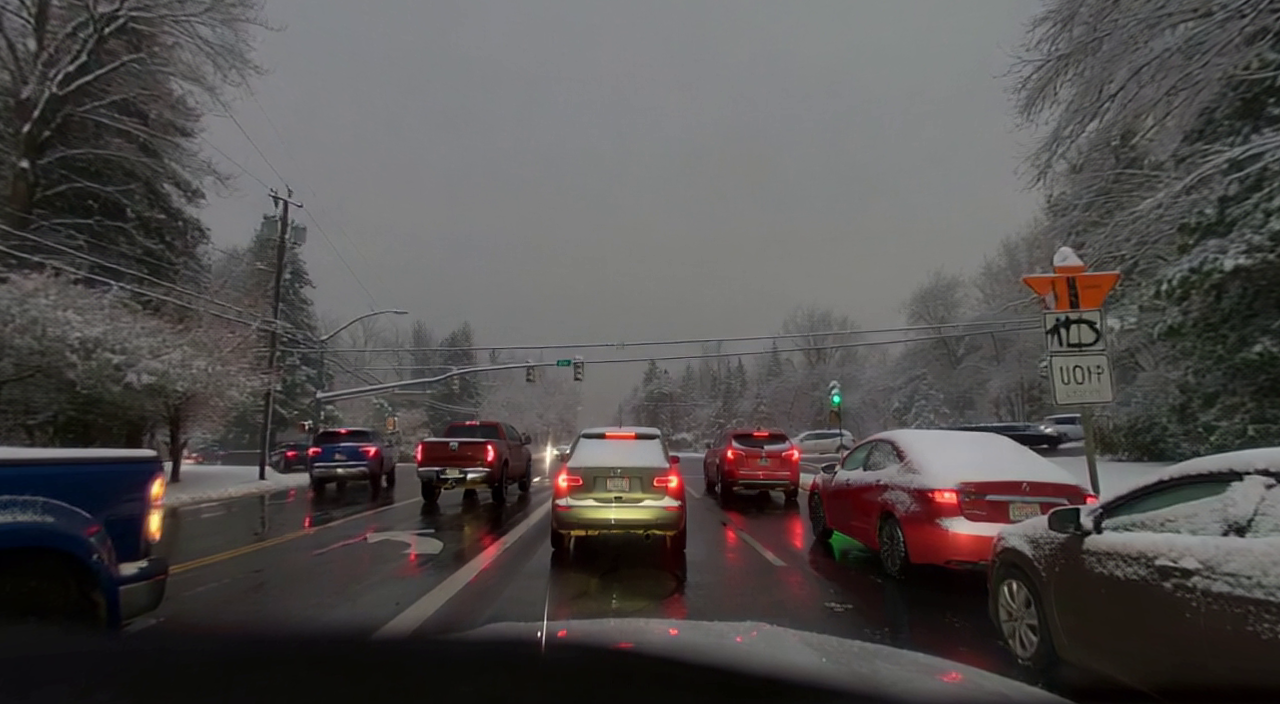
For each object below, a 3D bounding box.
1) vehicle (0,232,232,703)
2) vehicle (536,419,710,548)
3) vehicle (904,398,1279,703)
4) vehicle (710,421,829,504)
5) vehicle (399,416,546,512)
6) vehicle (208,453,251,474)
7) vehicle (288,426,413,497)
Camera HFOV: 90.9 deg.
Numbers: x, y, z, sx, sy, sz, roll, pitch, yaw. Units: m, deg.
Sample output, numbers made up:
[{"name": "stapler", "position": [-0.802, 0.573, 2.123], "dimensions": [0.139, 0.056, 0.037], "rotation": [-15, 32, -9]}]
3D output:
[{"name": "vehicle", "position": [-3.482, 0.356, 0.316], "dimensions": [2.656, 2.021, 5.800], "rotation": [0, -8, 0]}, {"name": "vehicle", "position": [-0.223, 1.934, 9.881], "dimensions": [2.194, 1.607, 3.690], "rotation": [0, -8, 0]}, {"name": "vehicle", "position": [3.009, 0.963, 2.517], "dimensions": [1.874, 1.477, 4.698], "rotation": [0, -8, 0]}, {"name": "vehicle", "position": [3.132, 2.800, 16.376], "dimensions": [2.102, 1.841, 4.587], "rotation": [0, -8, 0]}, {"name": "vehicle", "position": [-3.631, 2.526, 14.656], "dimensions": [2.089, 1.857, 4.488], "rotation": [0, -8, 1]}, {"name": "vehicle", "position": [-31.342, 8.478, 48.031], "dimensions": [1.950, 1.431, 4.198], "rotation": [8, -12, -42]}, {"name": "vehicle", "position": [-8.248, 3.141, 18.527], "dimensions": [2.088, 1.787, 4.728], "rotation": [1, -9, -9]}]
